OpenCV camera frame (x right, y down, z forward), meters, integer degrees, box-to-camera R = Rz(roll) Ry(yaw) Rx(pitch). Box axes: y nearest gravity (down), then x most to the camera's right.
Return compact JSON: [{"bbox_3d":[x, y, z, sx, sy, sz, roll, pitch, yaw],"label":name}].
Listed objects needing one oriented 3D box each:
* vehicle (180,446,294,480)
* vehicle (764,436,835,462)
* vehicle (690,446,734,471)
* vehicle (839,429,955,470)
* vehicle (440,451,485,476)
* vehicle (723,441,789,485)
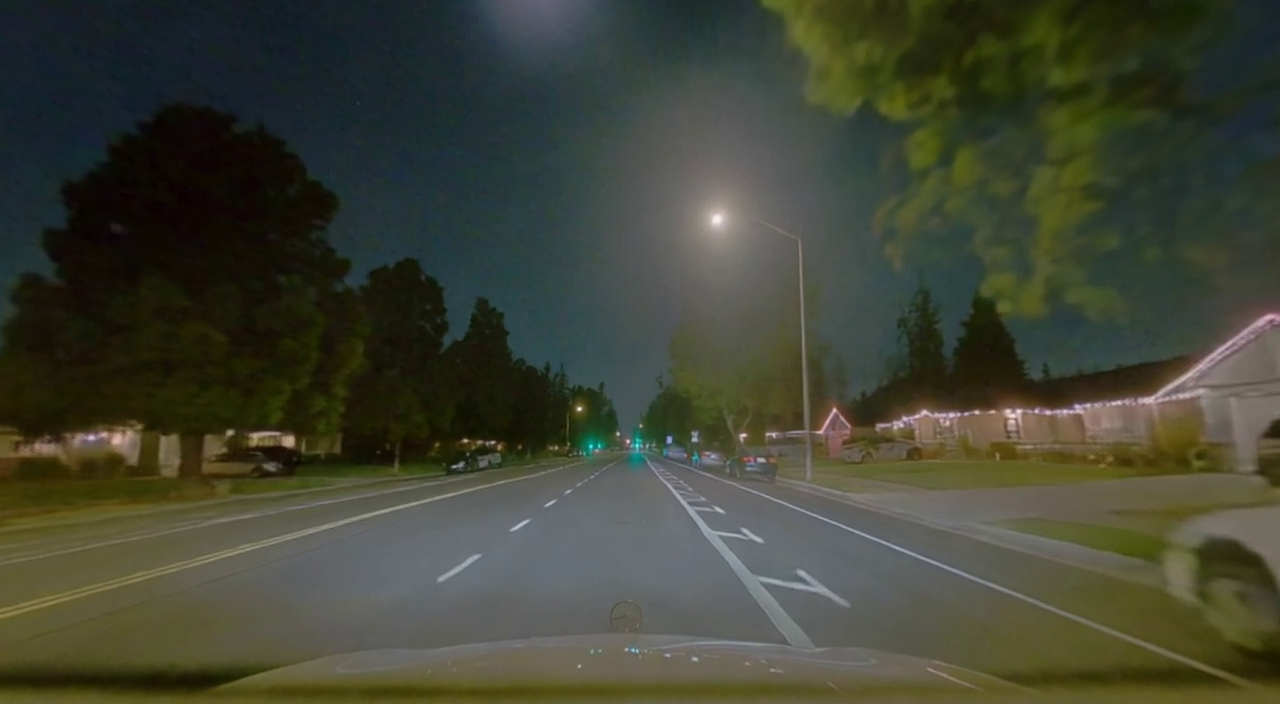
[{"bbox_3d":[-21.008,5.781,33.049,4.534,1.536,1.952,2,-8,0],"label":"vehicle"},{"bbox_3d":[12.391,7.554,49.305,4.825,1.675,2.184,-3,-7,-2],"label":"vehicle"},{"bbox_3d":[4.559,6.861,40.870,2.035,1.498,4.910,0,-9,-3],"label":"vehicle"},{"bbox_3d":[12.676,4.868,31.440,4.850,1.610,1.980,-4,-9,3],"label":"vehicle"},{"bbox_3d":[-12.787,8.054,45.822,1.925,1.498,4.850,-5,-8,-1],"label":"vehicle"},{"bbox_3d":[4.704,4.608,26.305,1.934,1.546,5.009,3,-10,2],"label":"vehicle"}]
